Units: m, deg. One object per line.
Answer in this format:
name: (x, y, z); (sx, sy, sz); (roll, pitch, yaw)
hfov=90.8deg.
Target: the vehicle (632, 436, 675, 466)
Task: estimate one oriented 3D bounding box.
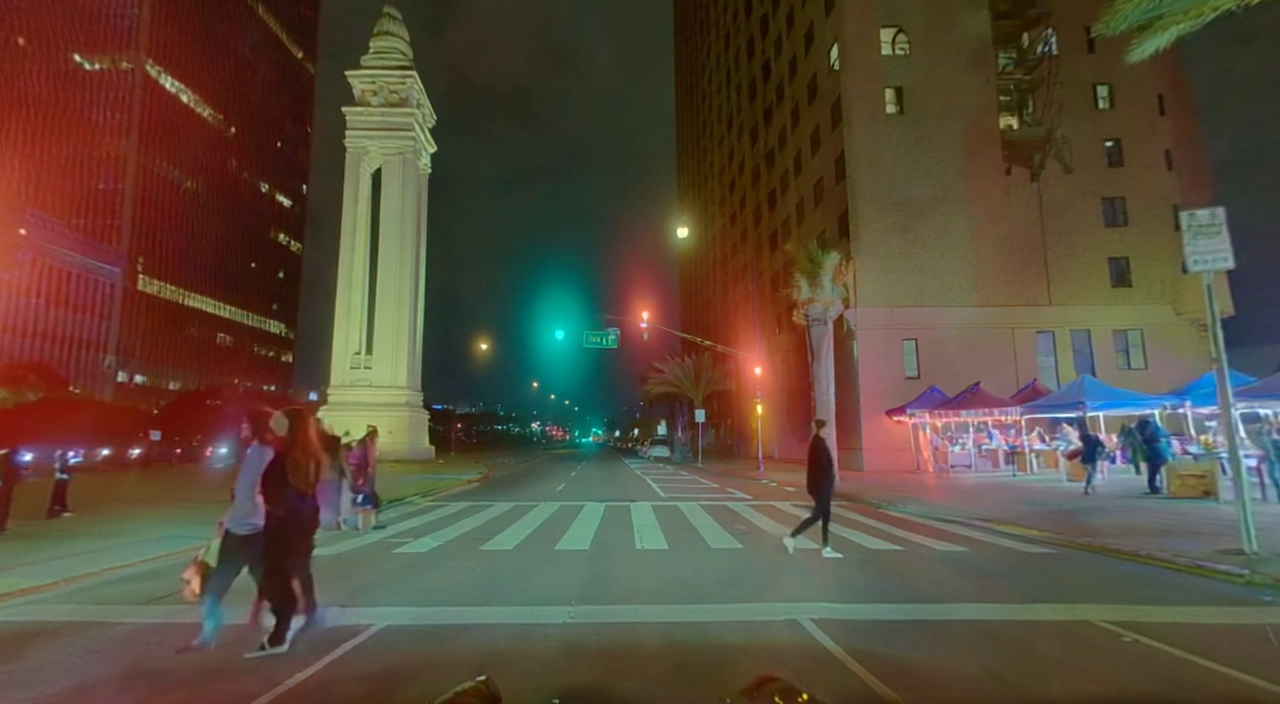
vehicle: (0.904, 7.292, 46.674); (2.322, 2.071, 5.366); (1, -9, -9)
